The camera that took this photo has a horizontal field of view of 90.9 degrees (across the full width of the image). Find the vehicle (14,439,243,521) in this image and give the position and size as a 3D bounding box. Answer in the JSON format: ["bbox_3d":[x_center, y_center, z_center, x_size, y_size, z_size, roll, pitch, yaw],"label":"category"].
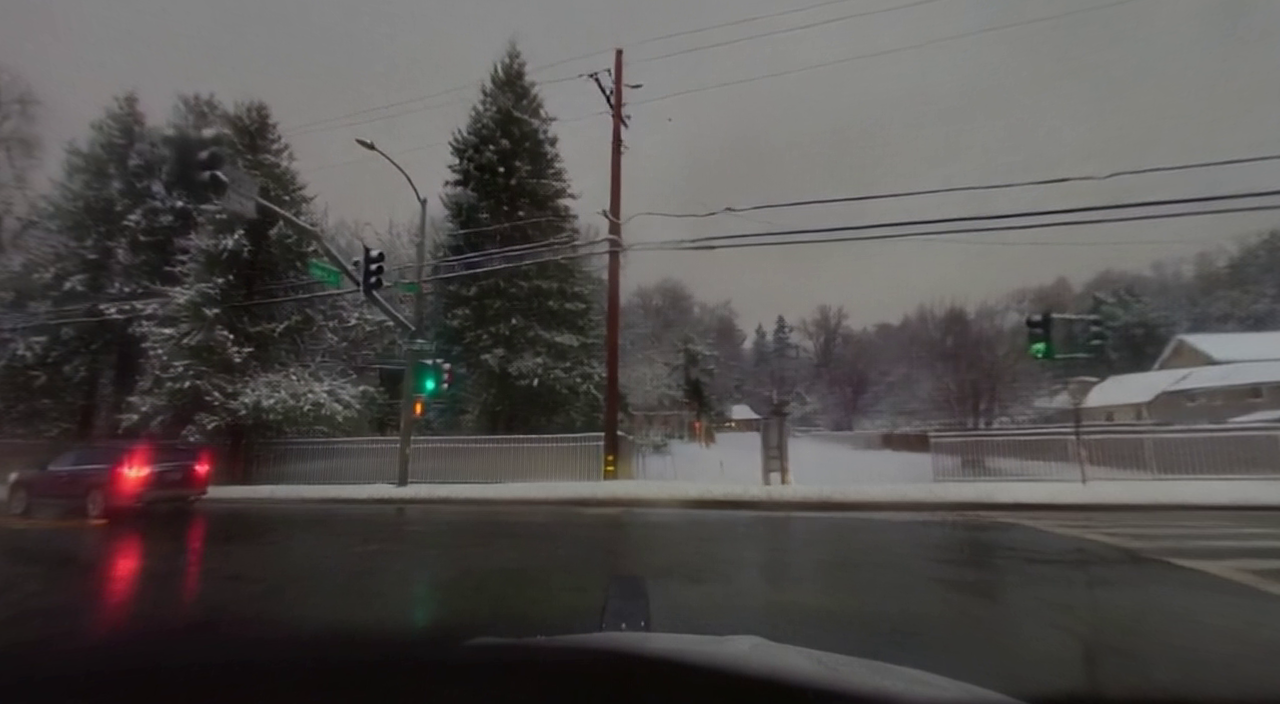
[{"bbox_3d":[-11.209,2.686,13.806,4.512,1.506,2.078,-4,-9,26],"label":"vehicle"}]
